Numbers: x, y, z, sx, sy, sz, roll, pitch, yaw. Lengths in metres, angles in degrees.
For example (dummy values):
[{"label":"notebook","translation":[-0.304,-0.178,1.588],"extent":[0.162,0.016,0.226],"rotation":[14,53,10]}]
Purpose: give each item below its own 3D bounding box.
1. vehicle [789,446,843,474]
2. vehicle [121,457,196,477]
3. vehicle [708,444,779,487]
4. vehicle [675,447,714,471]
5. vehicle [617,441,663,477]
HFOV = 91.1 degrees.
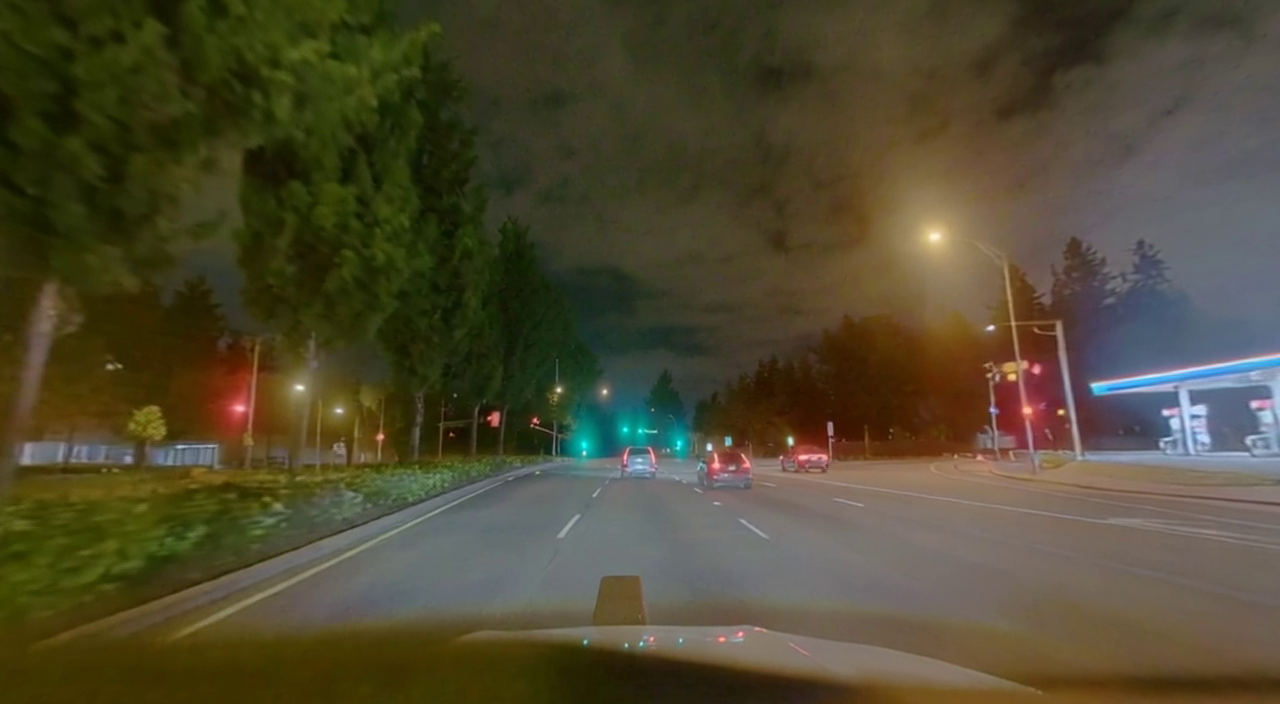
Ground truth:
[{"label":"vehicle","translation":[10.186,6.264,36.701],"extent":[1.906,1.488,4.251],"rotation":[0,-9,0]},{"label":"vehicle","translation":[-37.834,9.061,49.337],"extent":[4.428,1.450,1.810],"rotation":[0,-8,1]},{"label":"vehicle","translation":[3.936,4.388,24.707],"extent":[1.980,1.515,4.362],"rotation":[0,-9,-1]},{"label":"vehicle","translation":[3.551,7.065,41.813],"extent":[2.114,1.473,4.495],"rotation":[0,-9,-1]},{"label":"vehicle","translation":[-0.009,5.466,32.261],"extent":[2.172,1.694,4.055],"rotation":[0,-9,0]}]
